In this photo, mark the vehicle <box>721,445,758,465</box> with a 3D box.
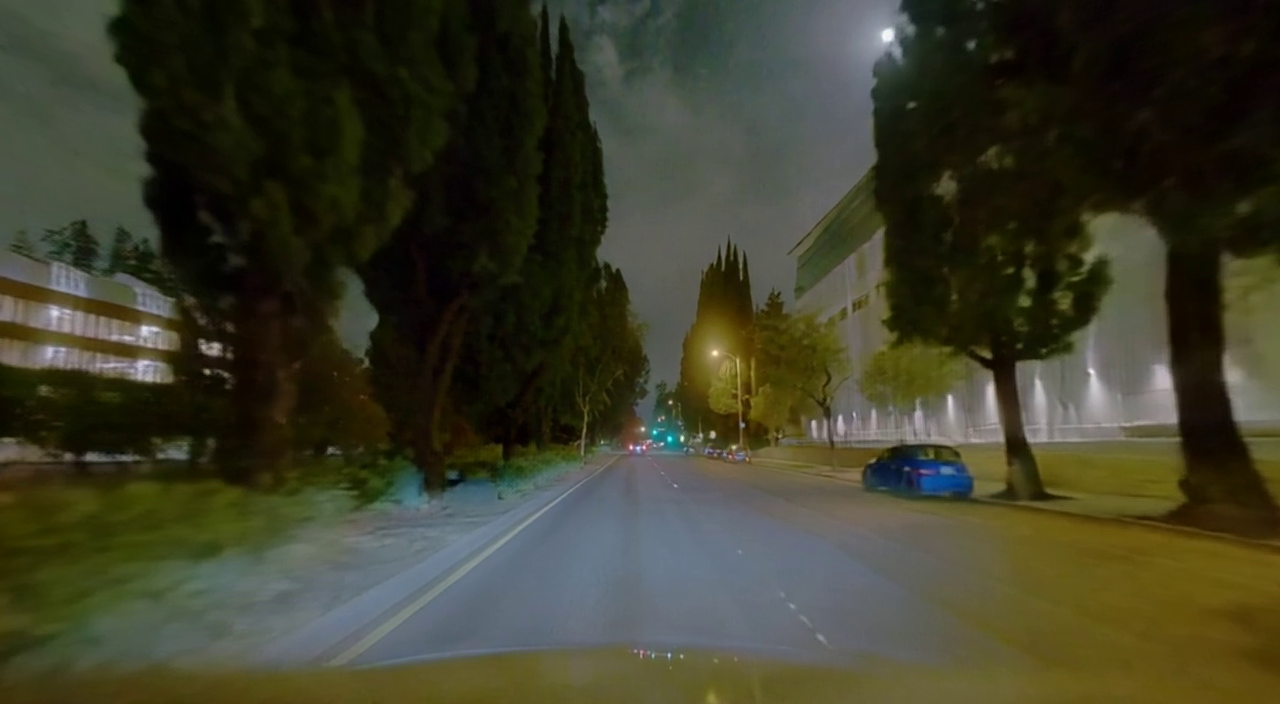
[{"bbox_3d":[7.515,7.865,48.291,1.991,1.446,4.685,0,-8,-1],"label":"vehicle"}]

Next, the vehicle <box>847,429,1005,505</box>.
[{"bbox_3d":[7.858,3.198,18.008,2.167,1.848,4.713,0,-8,-1],"label":"vehicle"}]
